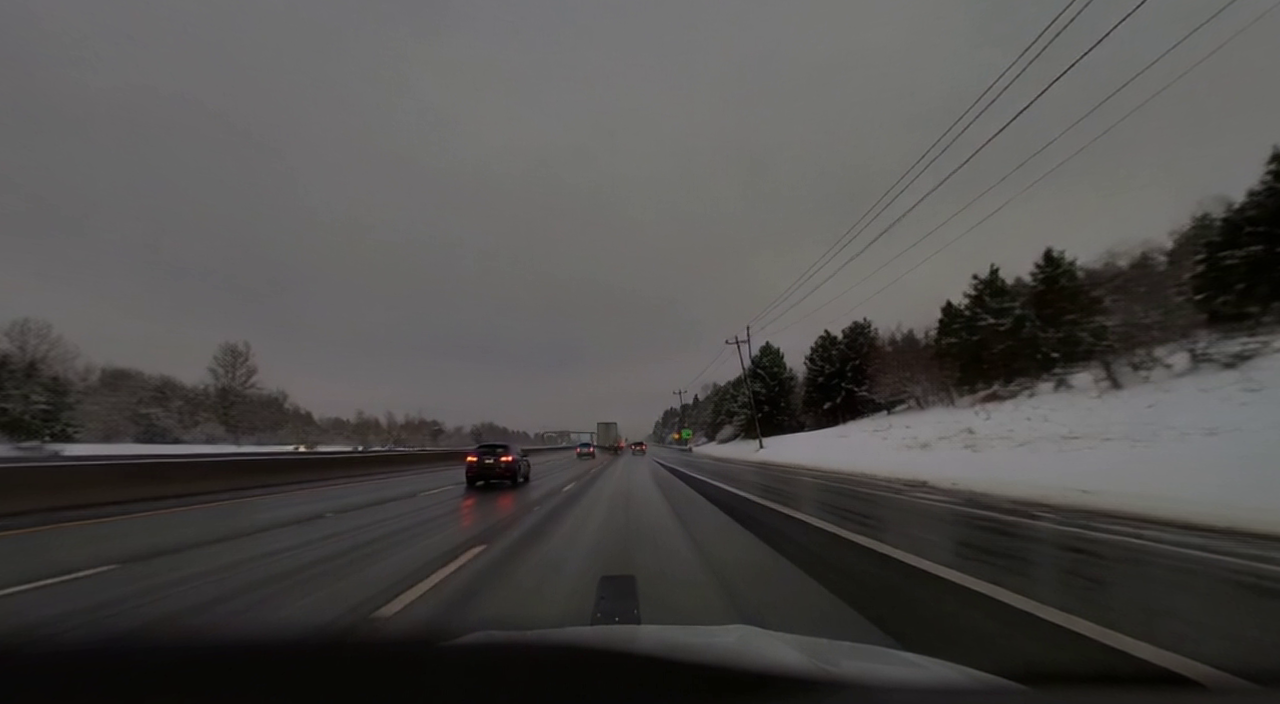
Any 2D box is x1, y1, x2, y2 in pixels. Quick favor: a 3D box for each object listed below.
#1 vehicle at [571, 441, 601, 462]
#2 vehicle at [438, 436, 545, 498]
[{"bbox_3d":[-4.192,7.788,49.667,2.038,1.533,4.103,0,-9,-1],"label":"vehicle"},{"bbox_3d":[-4.068,3.222,18.157,1.963,1.533,4.477,0,-9,0],"label":"vehicle"}]
